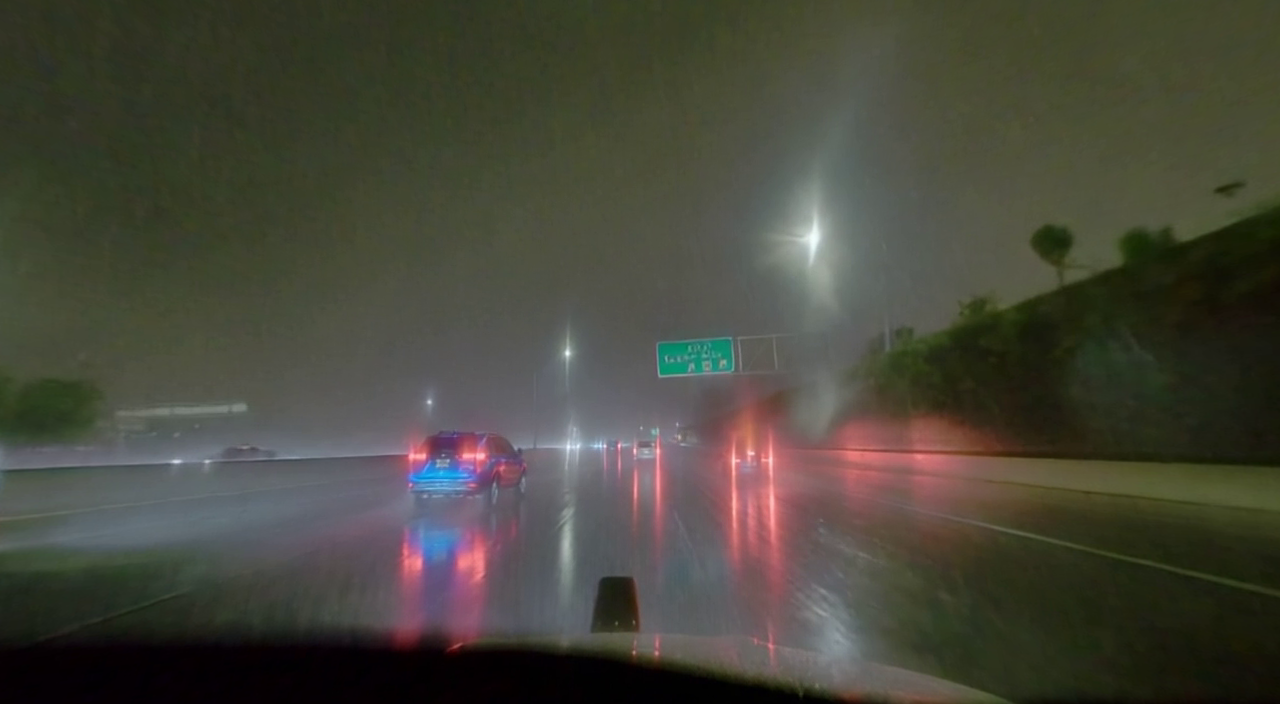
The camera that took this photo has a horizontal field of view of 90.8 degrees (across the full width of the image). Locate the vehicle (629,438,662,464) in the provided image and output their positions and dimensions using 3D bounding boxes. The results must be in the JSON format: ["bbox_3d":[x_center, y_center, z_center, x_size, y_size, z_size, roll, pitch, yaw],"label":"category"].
[{"bbox_3d":[0.442,7.541,48.222,2.428,1.841,4.402,0,-8,1],"label":"vehicle"}]

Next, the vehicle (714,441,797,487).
[{"bbox_3d":[3.949,3.901,22.394,2.083,1.453,4.307,0,-8,-1],"label":"vehicle"}]

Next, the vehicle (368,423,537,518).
[{"bbox_3d":[-3.614,2.375,13.127,2.193,1.641,4.077,0,-8,1],"label":"vehicle"}]
